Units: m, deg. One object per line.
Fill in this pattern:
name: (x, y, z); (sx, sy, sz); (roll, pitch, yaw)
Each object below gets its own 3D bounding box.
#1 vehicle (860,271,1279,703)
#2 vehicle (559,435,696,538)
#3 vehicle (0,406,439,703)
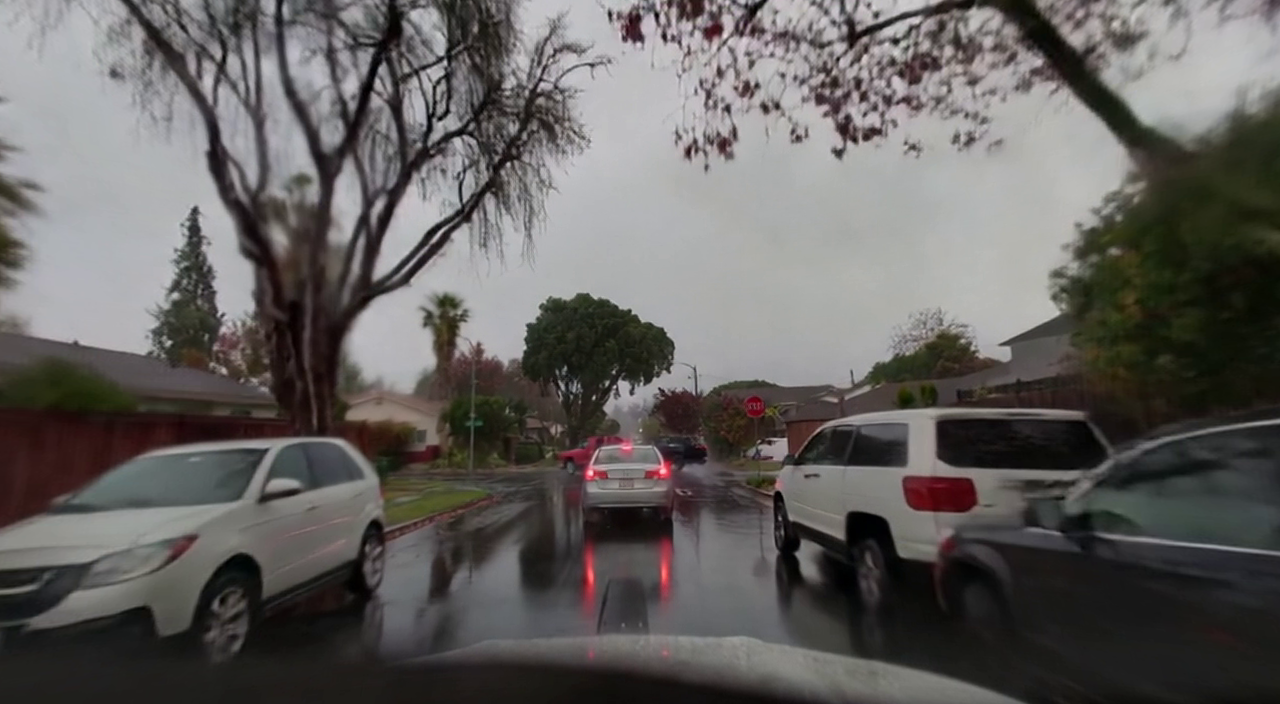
vehicle: (2.497, 0.688, 1.626); (2.136, 1.650, 4.837); (0, -9, 1)
vehicle: (-0.178, 2.298, 11.345); (2.010, 1.499, 4.107); (0, -9, 0)
vehicle: (-3.374, 1.420, 5.328); (1.965, 1.657, 4.104); (0, -8, 0)
